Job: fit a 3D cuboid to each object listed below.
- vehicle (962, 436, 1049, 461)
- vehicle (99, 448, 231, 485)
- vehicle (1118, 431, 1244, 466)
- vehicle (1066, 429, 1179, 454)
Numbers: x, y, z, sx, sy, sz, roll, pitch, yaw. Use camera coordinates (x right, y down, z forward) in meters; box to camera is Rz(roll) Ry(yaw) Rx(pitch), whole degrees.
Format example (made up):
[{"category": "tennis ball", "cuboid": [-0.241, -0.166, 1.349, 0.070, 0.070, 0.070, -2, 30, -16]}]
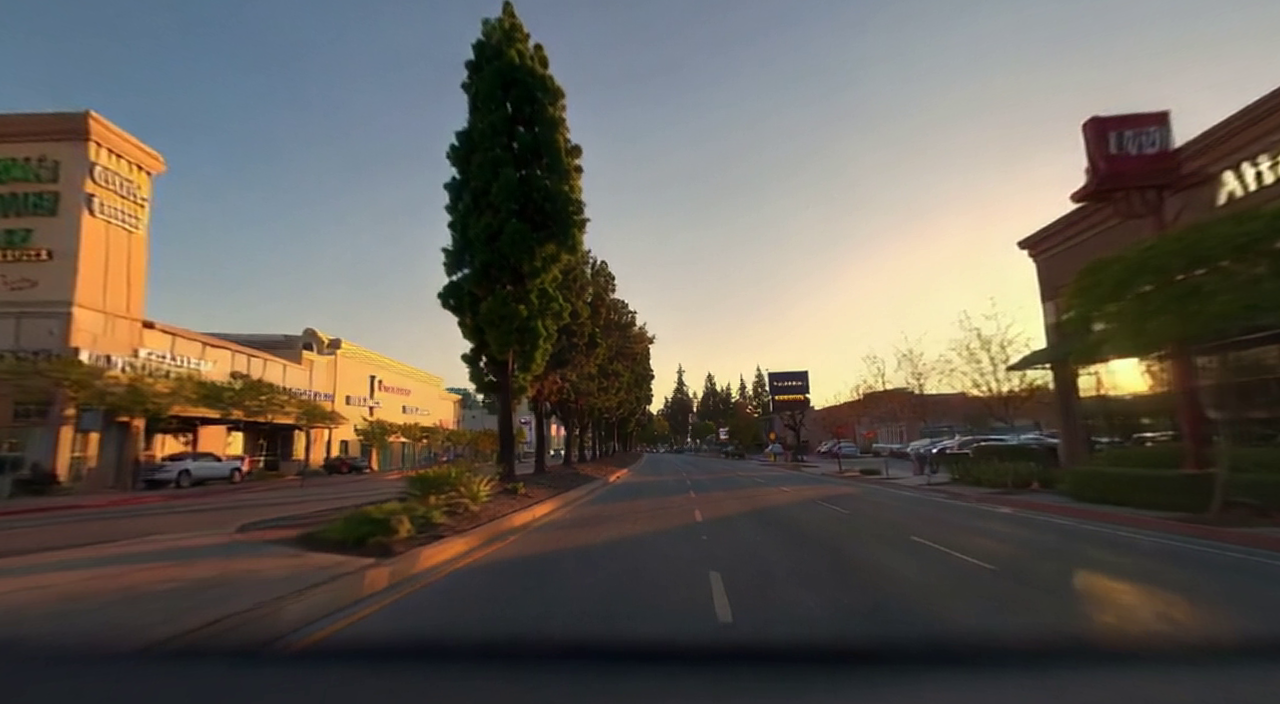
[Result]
[{"category": "vehicle", "cuboid": [22.065, 5.848, 38.269, 4.095, 1.386, 1.784, -1, -9, 2]}, {"category": "vehicle", "cuboid": [-27.373, 6.572, 36.638, 2.139, 1.987, 5.536, -6, -11, 32]}, {"category": "vehicle", "cuboid": [27.844, 5.045, 32.810, 2.129, 1.652, 5.150, -1, -9, 3]}, {"category": "vehicle", "cuboid": [35.283, 6.608, 46.334, 6.073, 1.758, 2.439, -1, -9, 5]}]
